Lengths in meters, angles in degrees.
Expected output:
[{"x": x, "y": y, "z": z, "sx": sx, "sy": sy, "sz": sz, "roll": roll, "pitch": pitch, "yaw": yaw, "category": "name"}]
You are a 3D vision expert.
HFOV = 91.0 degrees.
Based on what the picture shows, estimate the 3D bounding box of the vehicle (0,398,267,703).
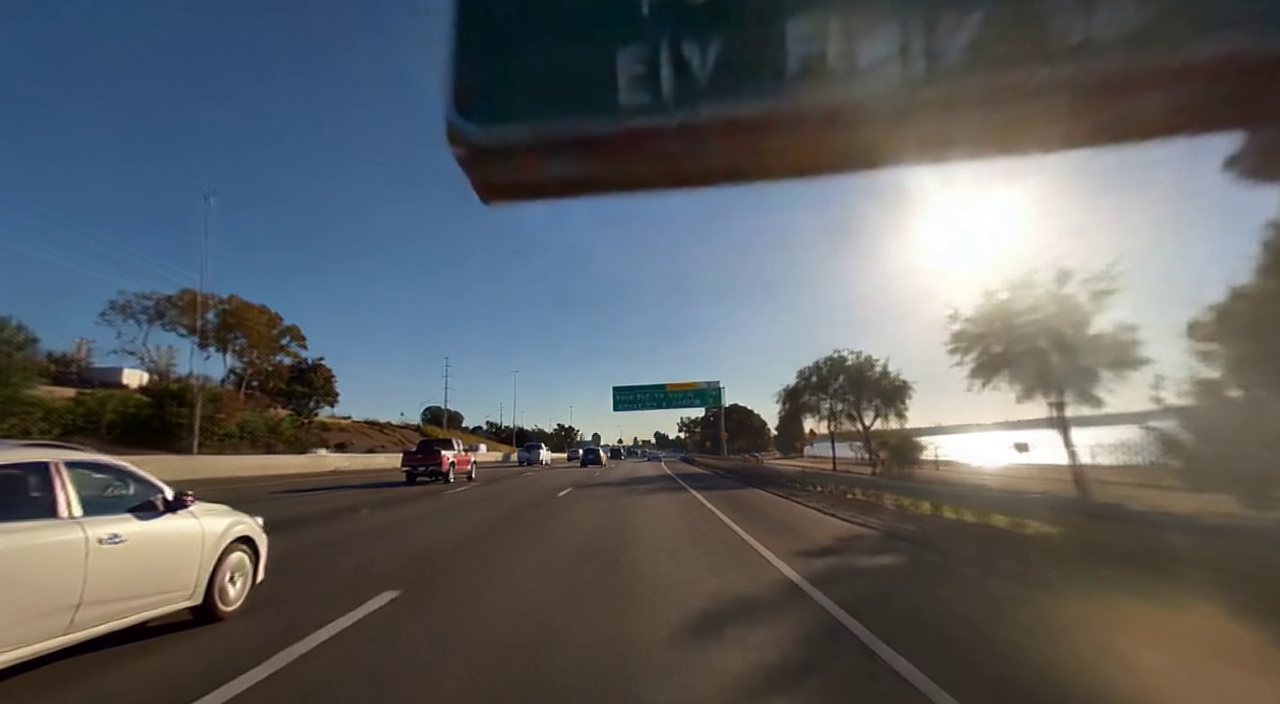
[{"x": -4.180, "y": 0.983, "z": 2.956, "sx": 2.027, "sy": 1.547, "sz": 4.511, "roll": 0, "pitch": -8, "yaw": 1, "category": "vehicle"}]

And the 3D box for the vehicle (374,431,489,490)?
[{"x": -7.508, "y": 3.968, "z": 23.446, "sx": 2.250, "sy": 1.870, "sz": 5.647, "roll": 0, "pitch": -8, "yaw": 1, "category": "vehicle"}]

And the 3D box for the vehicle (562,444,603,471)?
[{"x": -3.764, "y": 7.011, "z": 42.026, "sx": 2.132, "sy": 1.708, "sz": 4.571, "roll": 0, "pitch": -8, "yaw": 1, "category": "vehicle"}]

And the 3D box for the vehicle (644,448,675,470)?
[{"x": 1.408, "y": 7.750, "z": 45.791, "sx": 2.153, "sy": 1.510, "sz": 4.646, "roll": 0, "pitch": -8, "yaw": 2, "category": "vehicle"}]

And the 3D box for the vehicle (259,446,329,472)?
[{"x": -20.375, "y": 6.297, "z": 37.272, "sx": 1.852, "sy": 1.477, "sz": 3.924, "roll": 0, "pitch": -8, "yaw": 1, "category": "vehicle"}]
